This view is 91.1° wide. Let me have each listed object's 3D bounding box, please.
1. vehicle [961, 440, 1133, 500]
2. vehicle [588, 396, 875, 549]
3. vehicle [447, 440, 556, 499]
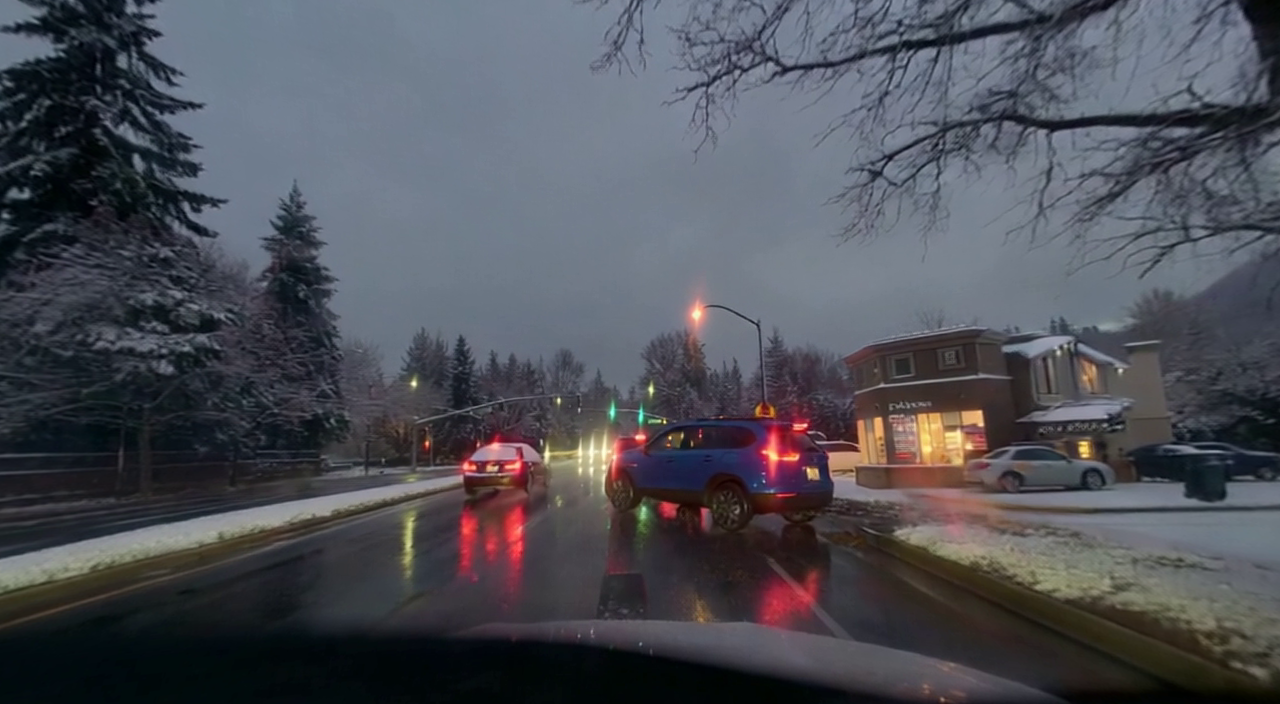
[{"bbox_3d":[12.263,3.559,19.114,3.871,1.525,1.835,-3,-9,0],"label":"vehicle"},{"bbox_3d":[1.236,1.913,10.597,2.052,1.955,4.642,6,-11,-36],"label":"vehicle"},{"bbox_3d":[-3.800,3.294,18.080,2.026,1.466,4.282,0,-8,2],"label":"vehicle"}]
